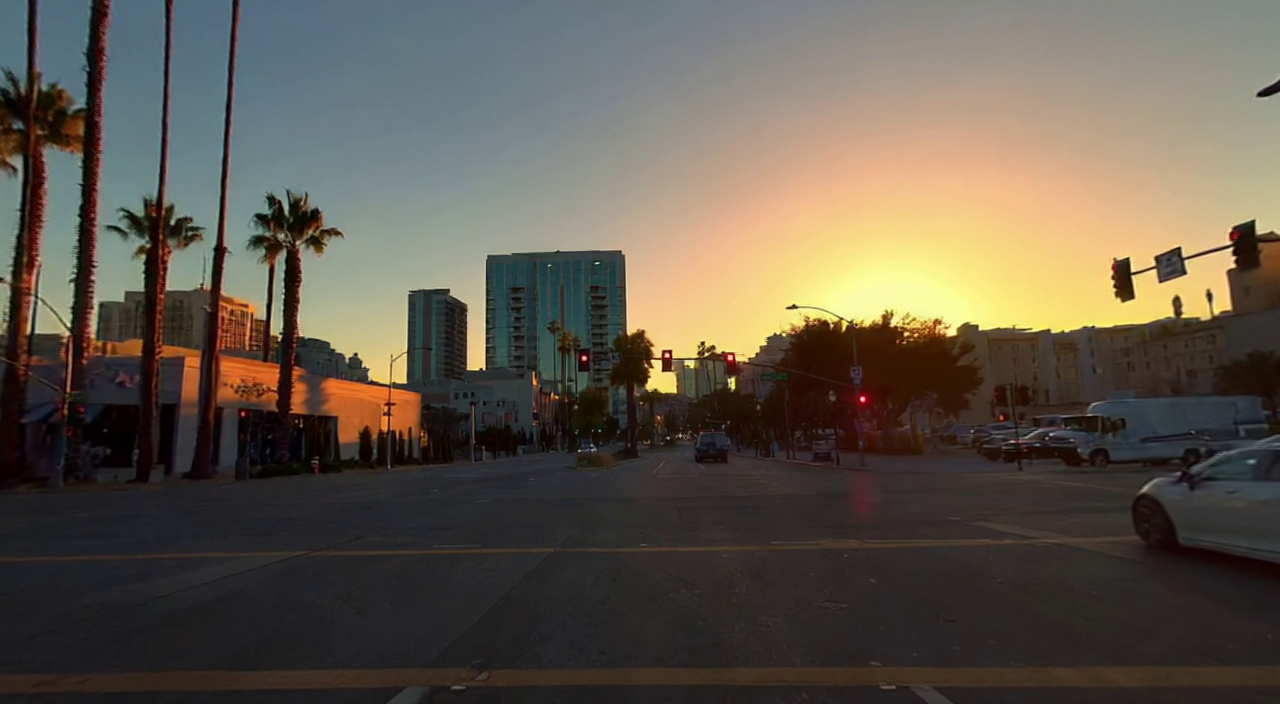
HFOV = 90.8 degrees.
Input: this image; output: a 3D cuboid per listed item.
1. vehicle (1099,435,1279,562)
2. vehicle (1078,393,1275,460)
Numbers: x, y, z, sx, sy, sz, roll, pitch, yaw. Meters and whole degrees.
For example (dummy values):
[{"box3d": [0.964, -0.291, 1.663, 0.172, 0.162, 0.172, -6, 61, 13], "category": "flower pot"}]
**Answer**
[{"box3d": [8.461, 1.756, 7.667, 2.003, 1.475, 4.520, 1, -9, -8], "category": "vehicle"}, {"box3d": [32.613, 4.726, 39.339, 2.863, 3.609, 10.252, 0, -8, -3], "category": "vehicle"}]
